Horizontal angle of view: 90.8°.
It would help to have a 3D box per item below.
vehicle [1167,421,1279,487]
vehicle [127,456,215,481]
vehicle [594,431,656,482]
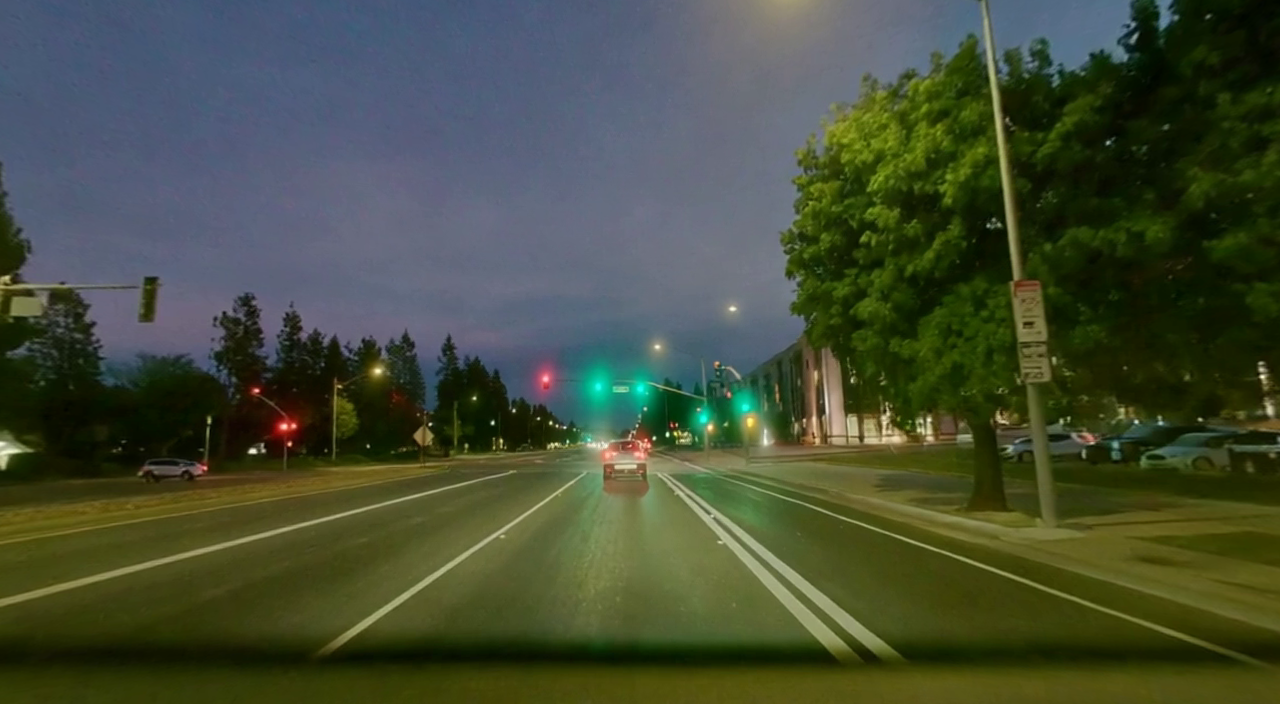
[{"bbox_3d":[16.132,2.551,16.206,3.499,1.419,1.792,-4,-8,-1],"label":"vehicle"},{"bbox_3d":[-35.000,8.690,47.234,4.884,1.736,2.049,0,-9,-1],"label":"vehicle"},{"bbox_3d":[-0.565,3.908,23.806,2.130,1.711,4.038,0,-9,-1],"label":"vehicle"}]
